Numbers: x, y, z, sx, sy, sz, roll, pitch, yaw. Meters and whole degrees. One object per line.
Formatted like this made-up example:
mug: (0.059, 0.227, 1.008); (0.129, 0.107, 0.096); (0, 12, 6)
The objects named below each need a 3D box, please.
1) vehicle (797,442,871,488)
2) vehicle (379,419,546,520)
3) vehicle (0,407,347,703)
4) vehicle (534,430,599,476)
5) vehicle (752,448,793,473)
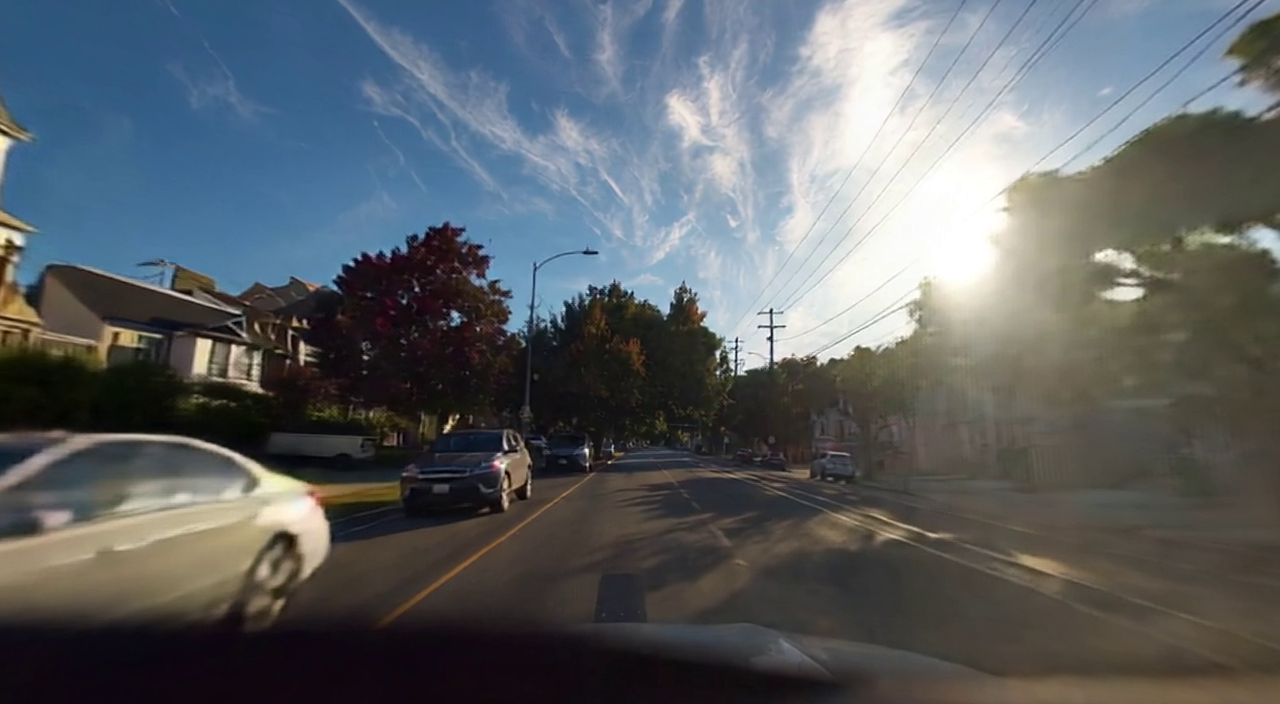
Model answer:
vehicle: (9.677, 5.633, 31.940); (2.156, 1.882, 4.790); (8, -8, 1)
vehicle: (-3.458, 2.410, 13.498); (2.127, 1.737, 4.961); (0, -9, 0)
vehicle: (-3.451, 1.060, 2.841); (1.917, 1.516, 4.898); (-1, -8, 0)
vehicle: (-3.241, 4.639, 29.207); (2.290, 1.924, 5.536); (0, -8, 1)
vehicle: (9.802, 8.023, 47.112); (1.977, 1.495, 4.800); (8, -8, 2)
